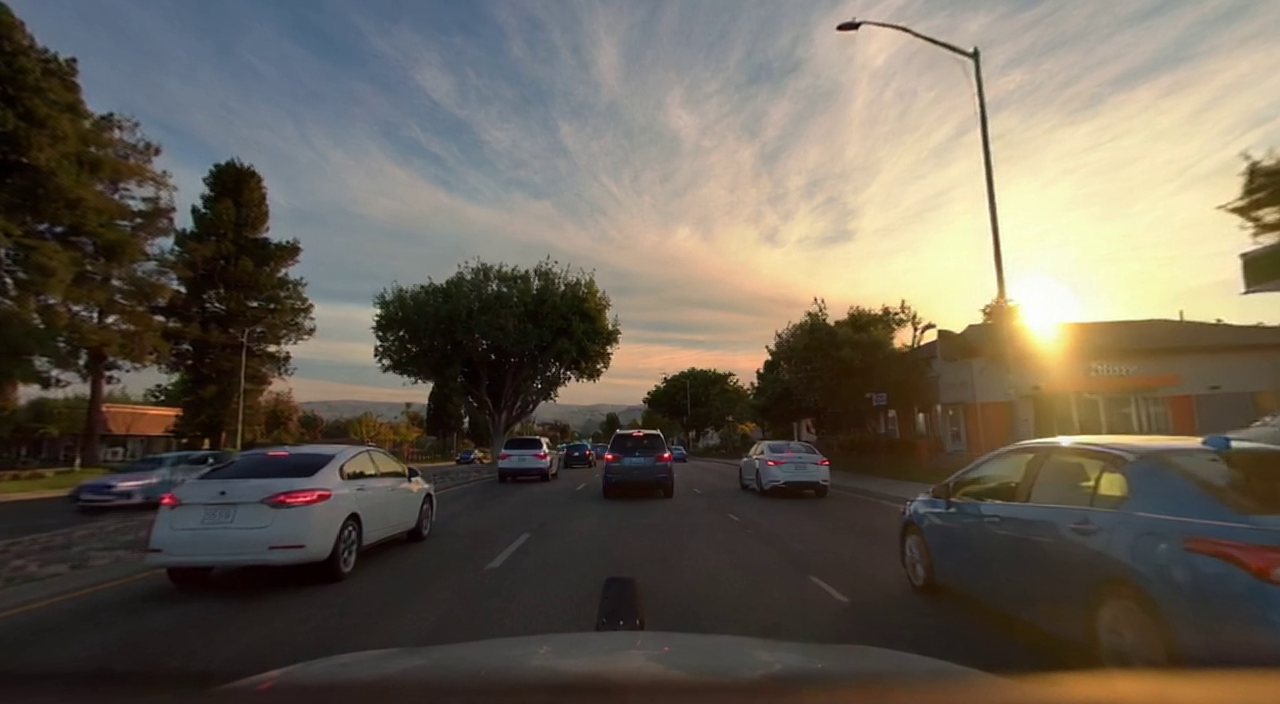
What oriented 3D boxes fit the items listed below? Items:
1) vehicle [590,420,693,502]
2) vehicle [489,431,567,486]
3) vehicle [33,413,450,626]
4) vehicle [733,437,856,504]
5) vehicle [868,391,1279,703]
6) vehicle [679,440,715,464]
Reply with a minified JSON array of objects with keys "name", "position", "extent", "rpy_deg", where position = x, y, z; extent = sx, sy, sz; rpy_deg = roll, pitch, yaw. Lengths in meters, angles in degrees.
[{"name":"vehicle","position":[0.021,2.741,16.220],"extent":[2.279,1.803,4.254],"rpy_deg":[0,-8,0]},{"name":"vehicle","position":[-3.782,3.679,22.089],"extent":[1.932,1.695,4.150],"rpy_deg":[0,-8,0]},{"name":"vehicle","position":[-3.602,1.549,6.811],"extent":[1.864,1.574,4.031],"rpy_deg":[0,-8,0]},{"name":"vehicle","position":[3.761,2.955,16.315],"extent":[1.888,1.456,4.589],"rpy_deg":[0,-8,-2]},{"name":"vehicle","position":[3.219,1.108,3.751],"extent":[1.976,1.492,4.436],"rpy_deg":[0,-8,-1]},{"name":"vehicle","position":[3.778,6.677,42.348],"extent":[1.926,1.522,3.852],"rpy_deg":[0,-8,-1]}]
